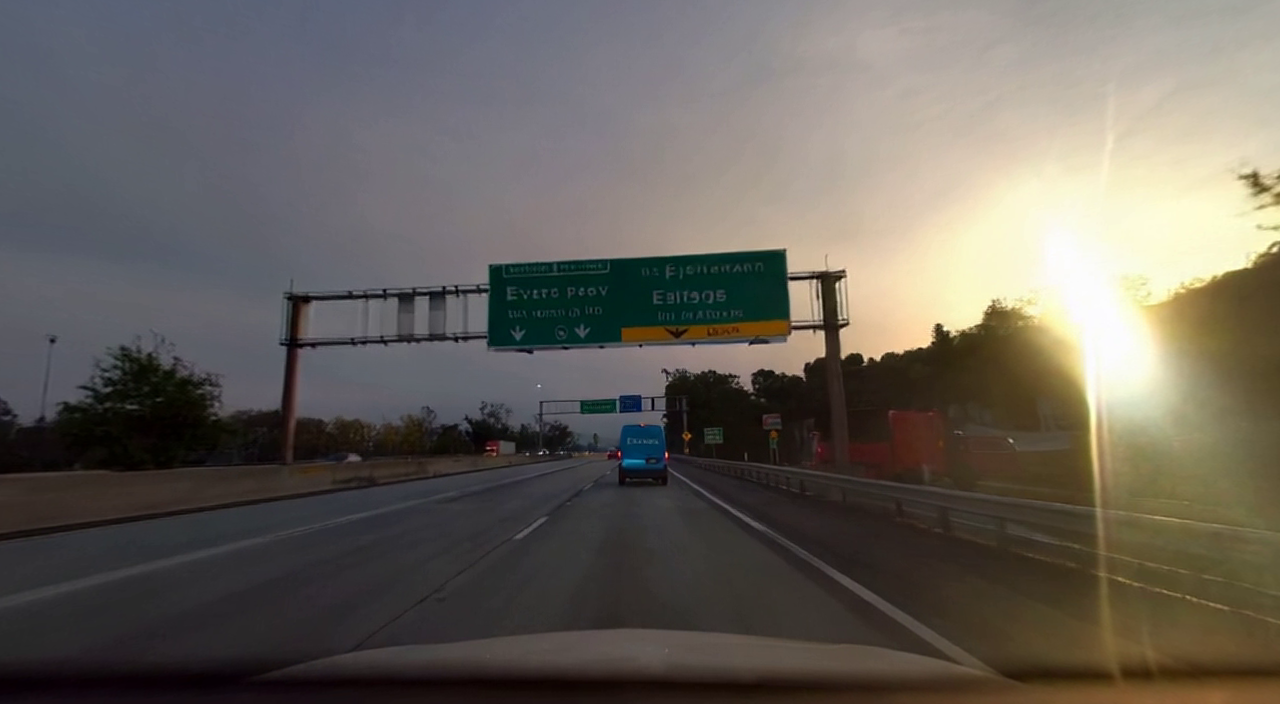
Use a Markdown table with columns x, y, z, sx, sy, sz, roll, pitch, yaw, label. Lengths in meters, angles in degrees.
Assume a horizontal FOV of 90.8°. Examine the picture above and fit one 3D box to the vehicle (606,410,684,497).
| x | y | z | sx | sy | sz | roll | pitch | yaw | label |
| --- | --- | --- | --- | --- | --- | --- | --- | --- | --- |
| 0.065 | 3.437 | 21.568 | 2.332 | 2.558 | 5.314 | 0 | -9 | -2 | vehicle |
